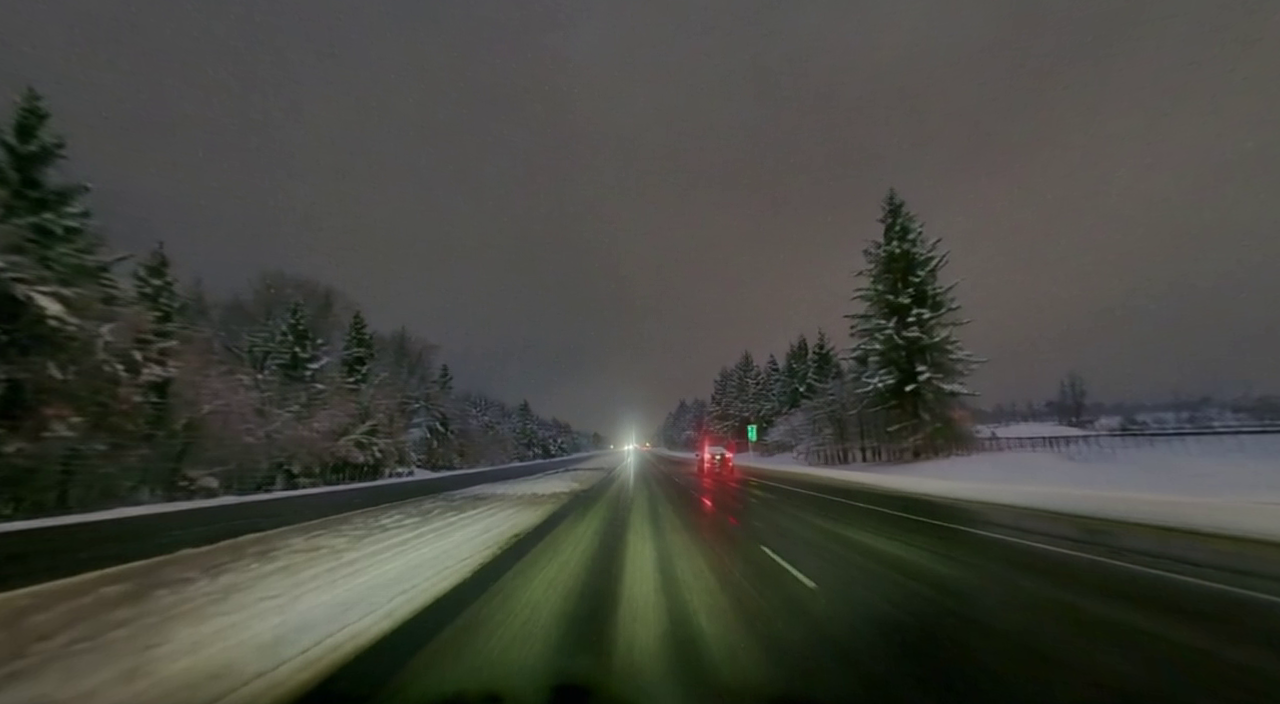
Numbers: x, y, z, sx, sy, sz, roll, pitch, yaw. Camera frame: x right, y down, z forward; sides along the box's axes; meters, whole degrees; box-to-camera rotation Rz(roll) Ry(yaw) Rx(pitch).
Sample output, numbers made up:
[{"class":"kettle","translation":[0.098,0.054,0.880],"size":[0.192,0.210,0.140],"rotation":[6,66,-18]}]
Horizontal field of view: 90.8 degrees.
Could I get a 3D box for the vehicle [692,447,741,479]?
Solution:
[{"class":"vehicle","translation":[4.028,5.906,33.866],"size":[2.013,1.584,3.995],"rotation":[0,-9,-1]}]
